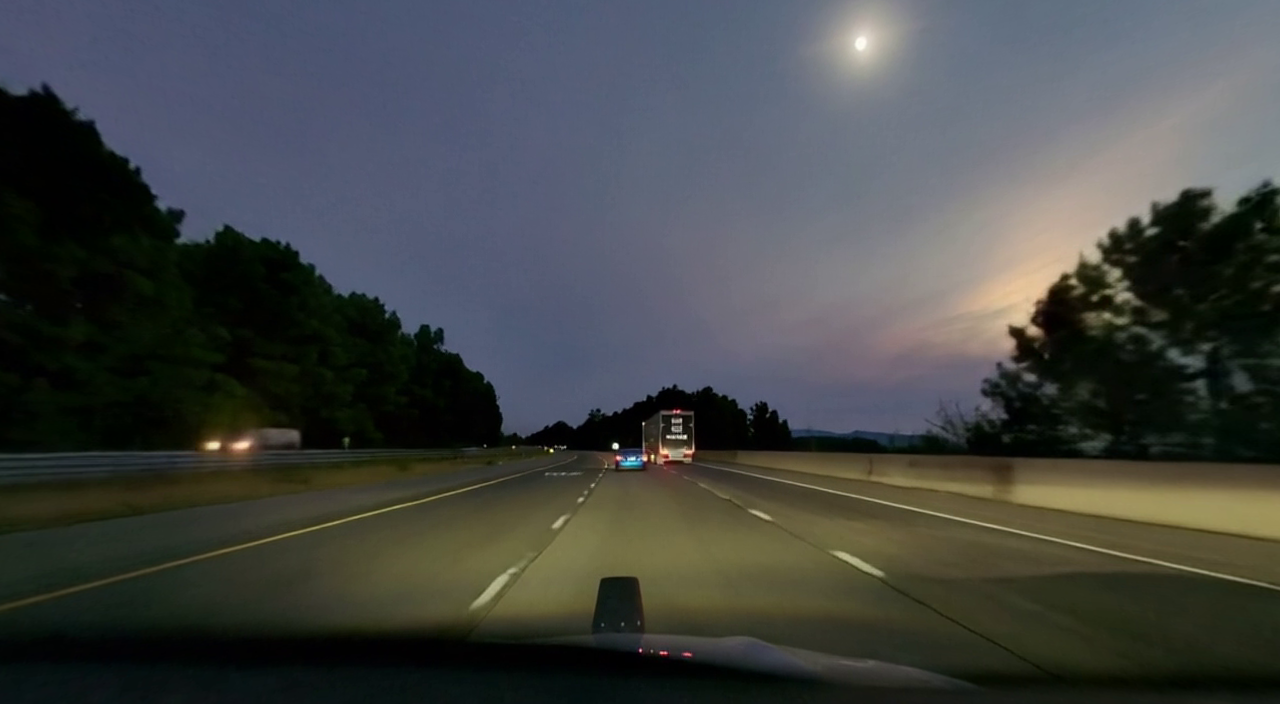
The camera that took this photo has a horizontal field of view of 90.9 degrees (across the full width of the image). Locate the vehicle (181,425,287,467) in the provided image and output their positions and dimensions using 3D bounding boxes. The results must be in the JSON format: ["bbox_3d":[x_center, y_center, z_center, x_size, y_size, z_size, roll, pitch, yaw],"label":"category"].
[{"bbox_3d":[-20.022,4.702,31.387,2.039,1.897,5.042,0,-9,-3],"label":"vehicle"}]

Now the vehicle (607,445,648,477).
[{"bbox_3d":[-0.643,5.393,31.396,1.913,1.460,3.610,0,-9,-2],"label":"vehicle"}]
